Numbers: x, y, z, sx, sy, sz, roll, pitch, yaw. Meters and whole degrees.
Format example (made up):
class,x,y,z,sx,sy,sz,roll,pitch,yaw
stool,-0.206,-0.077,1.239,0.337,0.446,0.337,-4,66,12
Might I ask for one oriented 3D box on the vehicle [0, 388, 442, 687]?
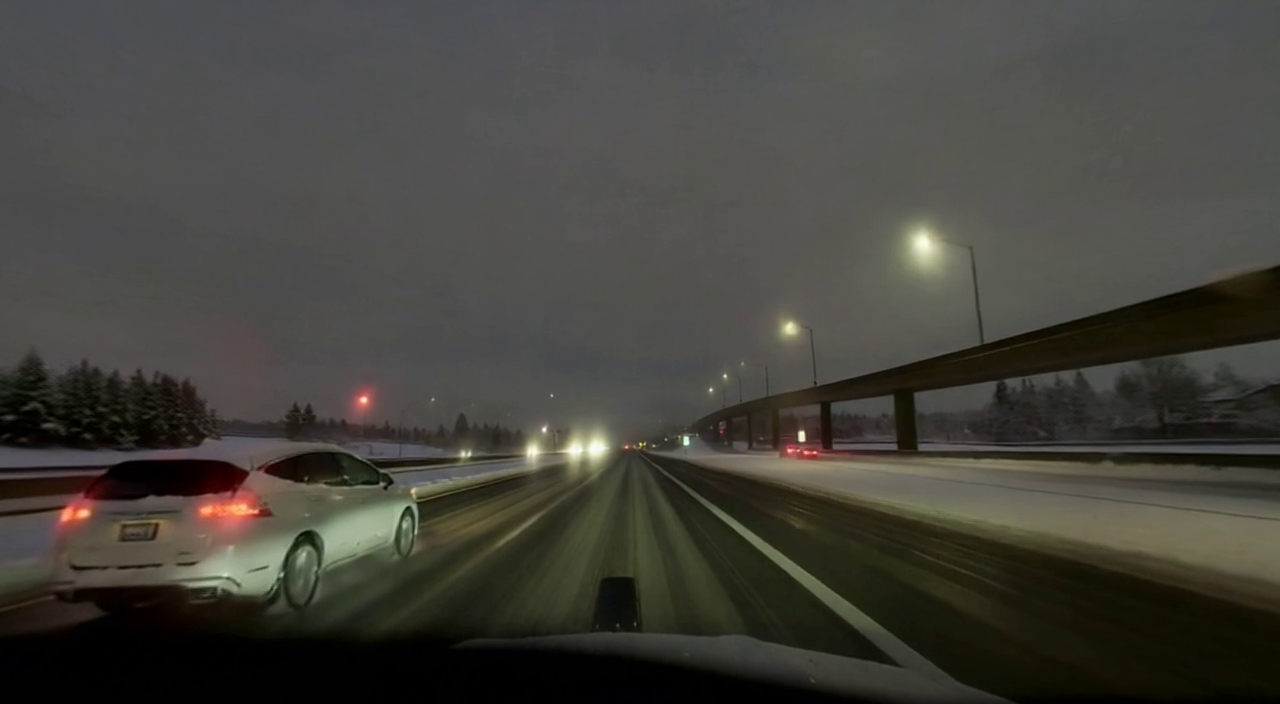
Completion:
class,x,y,z,sx,sy,sz,roll,pitch,yaw
vehicle,-3.612,1.382,5.856,2.178,1.699,4.321,0,-8,-1
